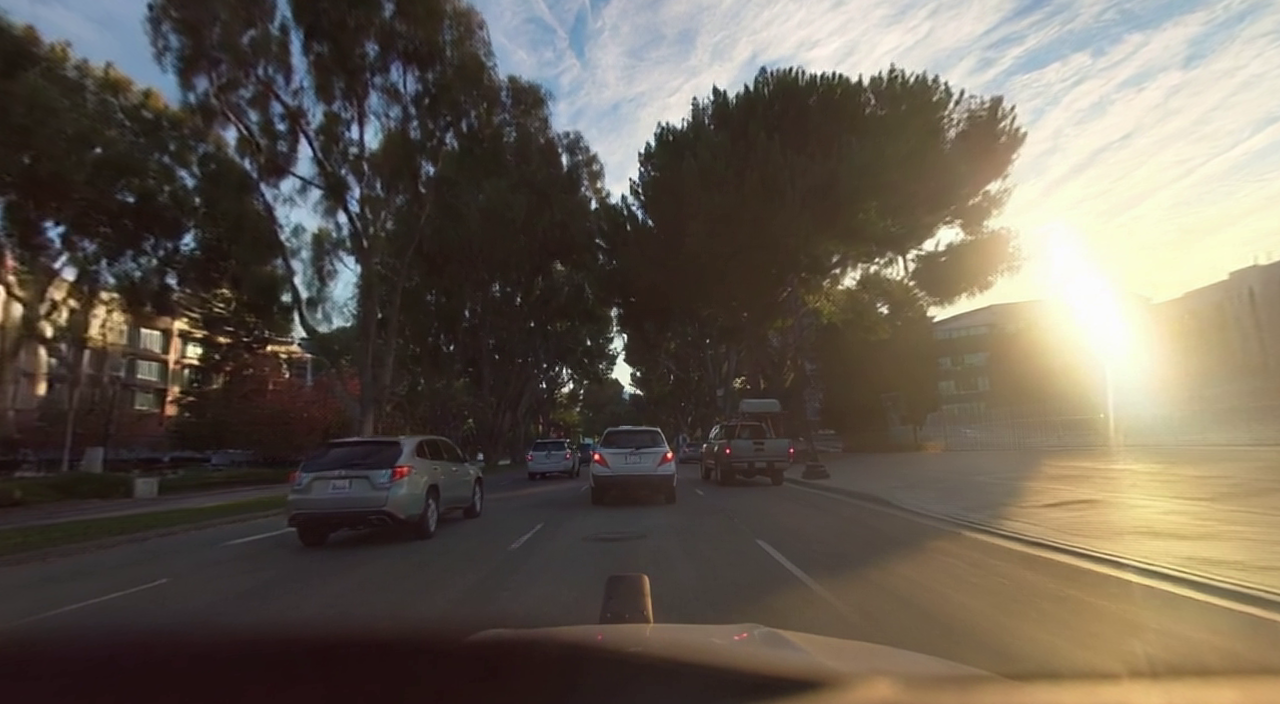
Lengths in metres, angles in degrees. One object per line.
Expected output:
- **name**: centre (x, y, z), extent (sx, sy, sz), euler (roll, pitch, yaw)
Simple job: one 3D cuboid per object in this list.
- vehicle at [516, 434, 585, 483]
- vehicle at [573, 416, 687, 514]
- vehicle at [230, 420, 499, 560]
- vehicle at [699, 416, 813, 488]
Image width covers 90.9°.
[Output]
- **vehicle**: centre (-3.237, 3.929, 23.527), extent (1.894, 1.642, 3.861), euler (0, -8, 1)
- **vehicle**: centre (-0.155, 2.370, 13.638), extent (2.075, 1.770, 4.018), euler (0, -8, 1)
- **vehicle**: centre (-3.756, 1.959, 9.777), extent (1.959, 1.614, 4.676), euler (0, -8, 1)
- **vehicle**: centre (3.624, 3.312, 21.189), extent (2.655, 2.054, 6.098), euler (0, -8, 0)
